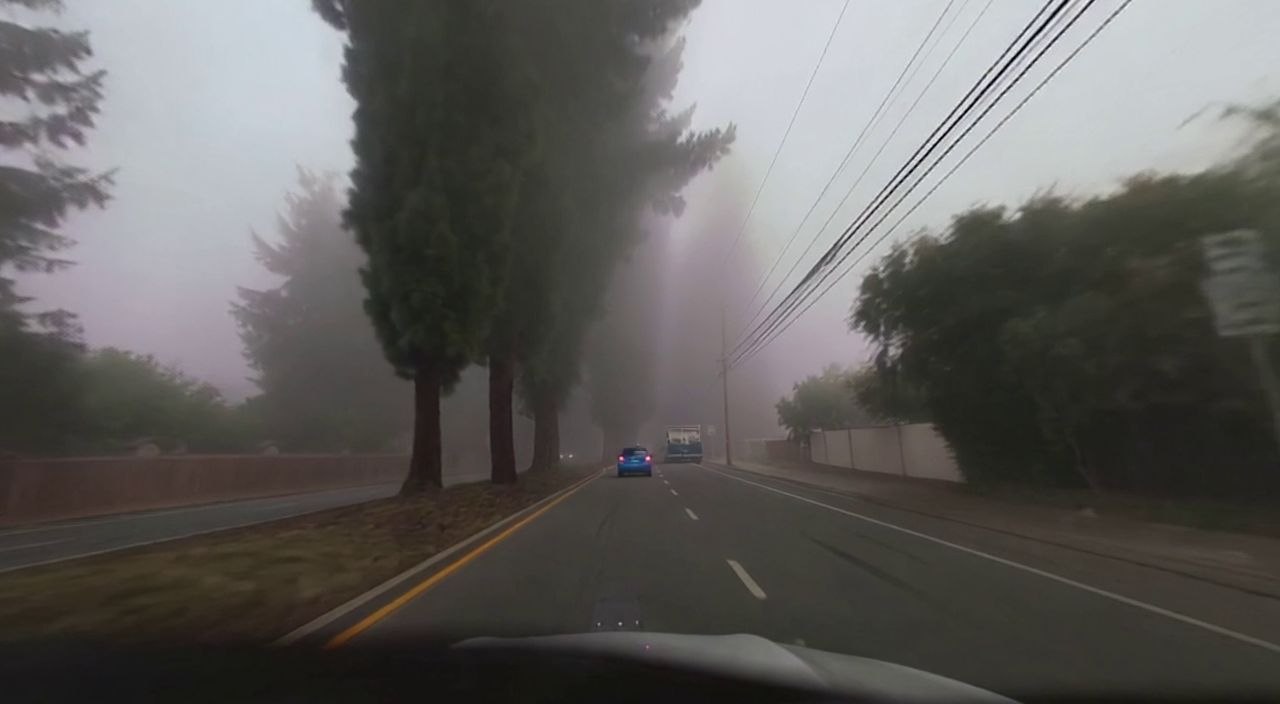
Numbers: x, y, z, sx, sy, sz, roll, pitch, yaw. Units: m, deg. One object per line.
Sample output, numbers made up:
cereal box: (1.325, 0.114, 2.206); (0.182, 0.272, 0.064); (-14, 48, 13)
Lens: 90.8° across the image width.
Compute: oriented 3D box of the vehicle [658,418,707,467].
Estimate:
vehicle: (3.022, 7.039, 48.894); (2.789, 3.285, 12.428); (0, -8, -1)

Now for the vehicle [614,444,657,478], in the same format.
vehicle: (-0.197, 5.346, 31.267); (2.018, 1.511, 3.993); (0, -8, 0)
